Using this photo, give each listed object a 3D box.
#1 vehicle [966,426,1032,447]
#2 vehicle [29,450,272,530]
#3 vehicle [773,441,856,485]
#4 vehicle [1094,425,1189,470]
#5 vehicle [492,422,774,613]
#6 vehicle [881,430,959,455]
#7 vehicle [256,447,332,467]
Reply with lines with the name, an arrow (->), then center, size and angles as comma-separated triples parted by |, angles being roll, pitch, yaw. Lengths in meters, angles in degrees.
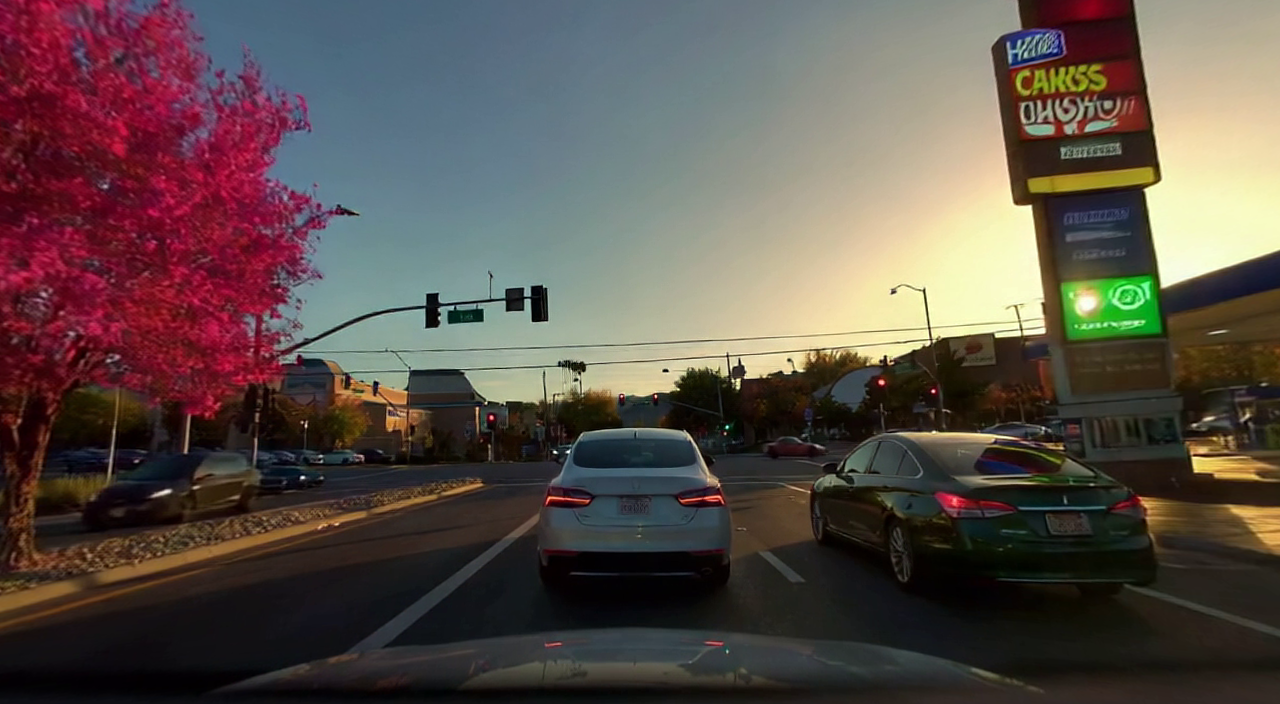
vehicle -> 27.398, 6.478, 48.176 | 3.968, 1.572, 1.740 | 0, -9, 4
vehicle -> -10.853, 3.042, 14.558 | 1.944, 1.465, 4.609 | 0, -8, -1
vehicle -> 6.543, 4.170, 24.118 | 1.942, 1.511, 4.390 | 0, -8, 0
vehicle -> 18.566, 3.509, 23.277 | 4.300, 1.495, 2.053 | 8, -12, -43
vehicle -> -0.065, 1.607, 7.074 | 2.213, 1.482, 4.057 | 0, -8, 0
vehicle -> 19.401, 6.320, 43.897 | 4.622, 1.675, 2.022 | -2, -9, 14
vehicle -> -26.747, 8.112, 48.793 | 4.806, 1.472, 1.886 | -1, -8, 5
